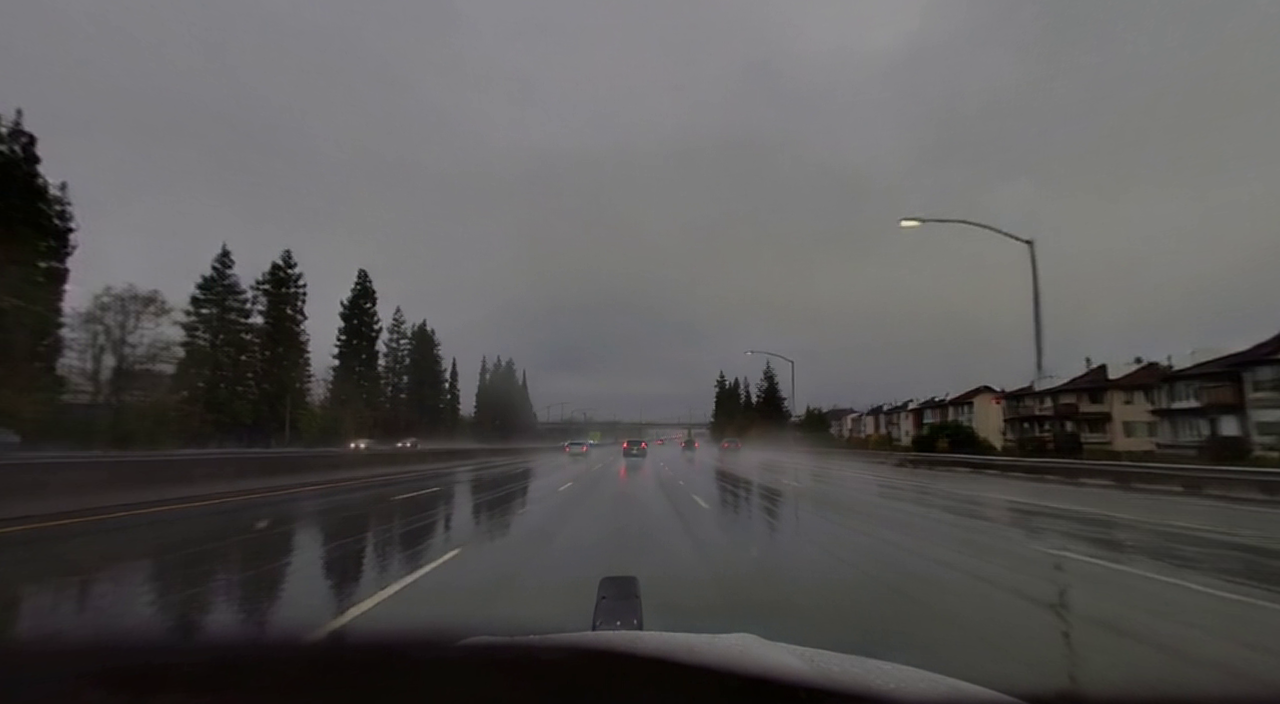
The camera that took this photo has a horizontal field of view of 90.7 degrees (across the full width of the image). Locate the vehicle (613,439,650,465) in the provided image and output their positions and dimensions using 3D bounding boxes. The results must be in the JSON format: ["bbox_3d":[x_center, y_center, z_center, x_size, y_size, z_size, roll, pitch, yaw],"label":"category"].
[{"bbox_3d":[-0.506,6.093,38.617,2.146,1.485,4.332,0,-8,-1],"label":"vehicle"}]

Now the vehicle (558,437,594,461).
[{"bbox_3d":[-4.741,7.298,47.754,2.260,1.706,4.177,0,-8,0],"label":"vehicle"}]

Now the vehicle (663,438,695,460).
[{"bbox_3d":[2.869,7.319,47.858,2.084,1.624,3.935,0,-8,-1],"label":"vehicle"}]
